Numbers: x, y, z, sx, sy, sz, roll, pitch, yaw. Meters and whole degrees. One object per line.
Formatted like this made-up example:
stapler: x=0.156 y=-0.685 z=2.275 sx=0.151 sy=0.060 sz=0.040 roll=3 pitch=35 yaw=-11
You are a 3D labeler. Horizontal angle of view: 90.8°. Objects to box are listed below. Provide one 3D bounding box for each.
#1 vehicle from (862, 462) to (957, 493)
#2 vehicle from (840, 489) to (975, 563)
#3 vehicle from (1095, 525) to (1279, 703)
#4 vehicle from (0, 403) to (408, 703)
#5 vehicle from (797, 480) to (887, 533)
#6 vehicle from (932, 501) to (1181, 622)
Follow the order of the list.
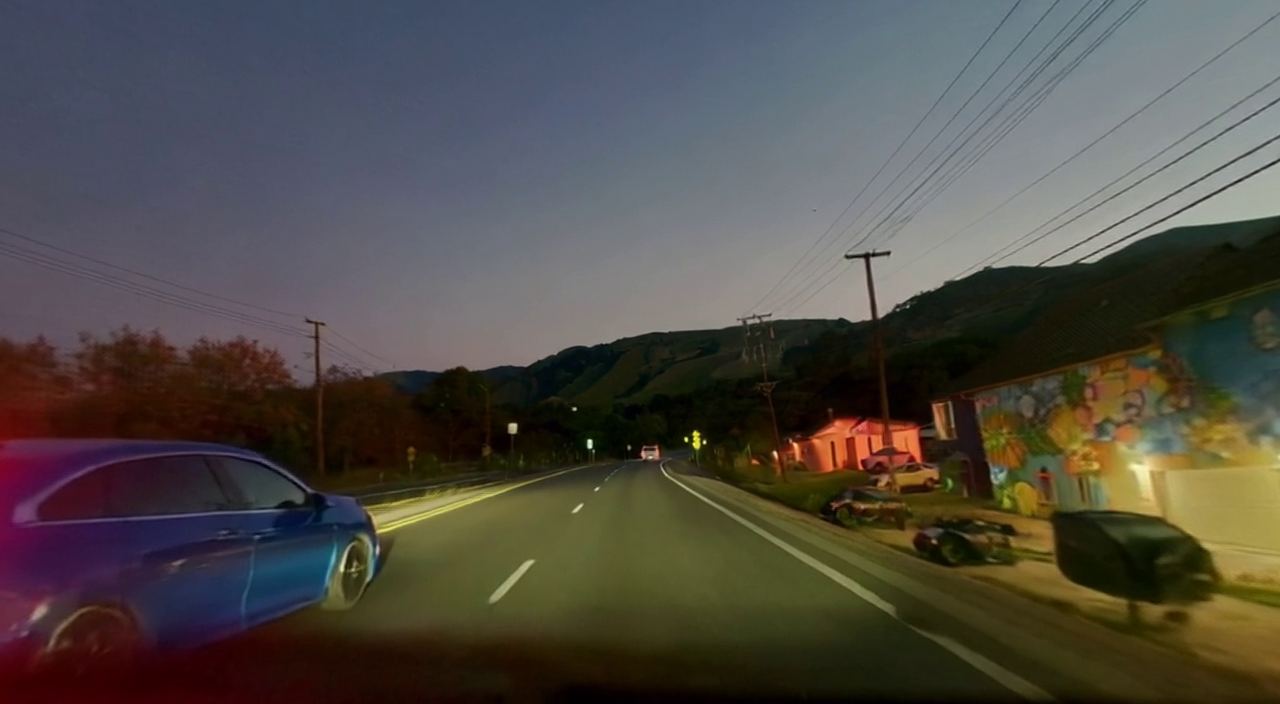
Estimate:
vehicle: x=16.806 y=7.838 z=39.606 sx=4.995 sy=1.794 sz=2.020 roll=-1 pitch=-9 yaw=3
vehicle: x=7.101 y=4.648 z=17.359 sx=1.791 sy=1.445 sz=4.412 roll=0 pitch=-9 yaw=0
vehicle: x=7.172 y=2.792 z=6.553 sx=1.849 sy=1.439 sz=4.143 roll=0 pitch=-9 yaw=1
vehicle: x=-2.959 y=1.106 z=3.204 sx=1.972 sy=1.496 sz=4.150 roll=0 pitch=-9 yaw=0
vehicle: x=7.281 y=5.587 z=23.204 sx=1.976 sy=1.563 sz=3.852 roll=0 pitch=-9 yaw=-1
vehicle: x=7.301 y=3.685 z=11.716 sx=1.896 sy=1.451 sz=4.070 roll=0 pitch=-9 yaw=2
